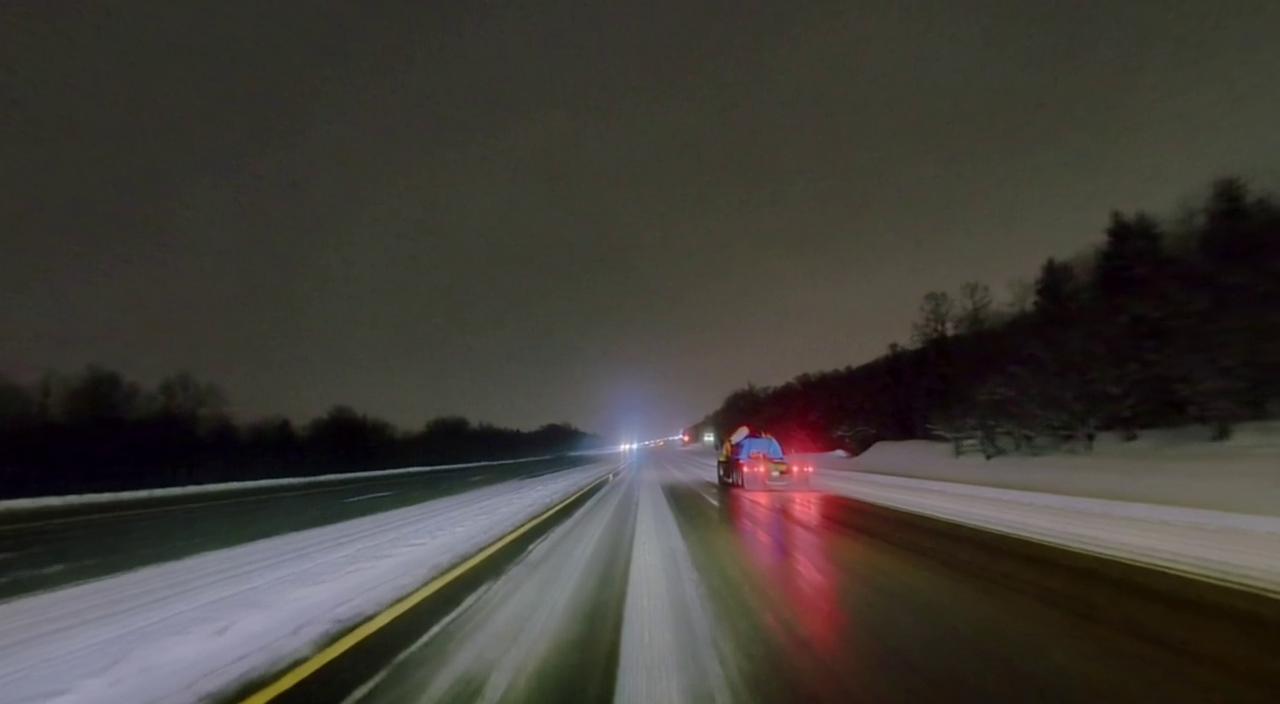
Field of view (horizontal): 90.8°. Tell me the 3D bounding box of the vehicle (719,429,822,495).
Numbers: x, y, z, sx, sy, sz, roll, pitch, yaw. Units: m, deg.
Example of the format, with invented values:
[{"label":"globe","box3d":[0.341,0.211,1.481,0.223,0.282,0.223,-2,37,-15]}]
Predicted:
[{"label":"vehicle","box3d":[4.336,3.782,21.995,2.309,2.003,5.139,0,-9,-2]}]
